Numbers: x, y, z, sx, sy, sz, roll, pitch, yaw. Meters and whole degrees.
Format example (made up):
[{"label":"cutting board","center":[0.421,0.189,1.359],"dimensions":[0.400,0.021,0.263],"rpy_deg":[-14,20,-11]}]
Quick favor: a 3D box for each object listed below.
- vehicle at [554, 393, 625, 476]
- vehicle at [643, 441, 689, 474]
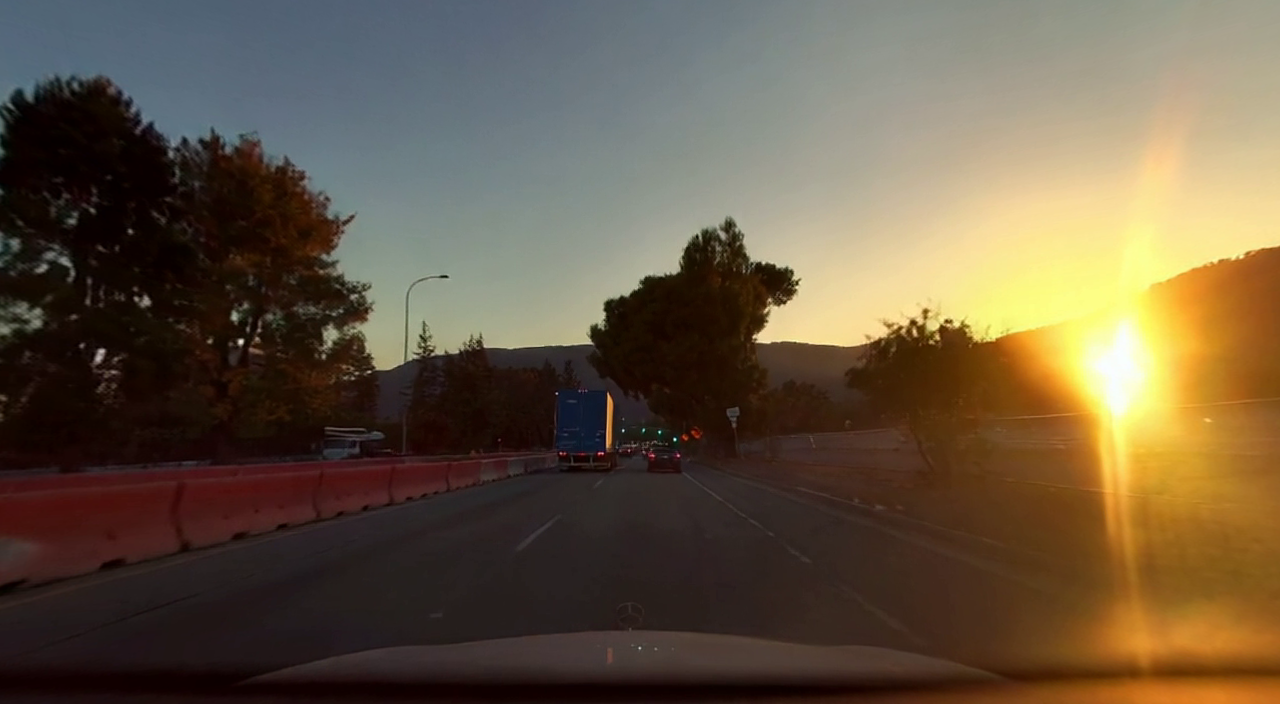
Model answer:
[{"label":"vehicle","center":[-2.705,5.222,39.148],"dimensions":[2.906,4.115,15.715],"rpy_deg":[0,-8,1]},{"label":"vehicle","center":[1.329,5.726,34.509],"dimensions":[2.304,1.675,4.462],"rpy_deg":[0,-8,0]}]
